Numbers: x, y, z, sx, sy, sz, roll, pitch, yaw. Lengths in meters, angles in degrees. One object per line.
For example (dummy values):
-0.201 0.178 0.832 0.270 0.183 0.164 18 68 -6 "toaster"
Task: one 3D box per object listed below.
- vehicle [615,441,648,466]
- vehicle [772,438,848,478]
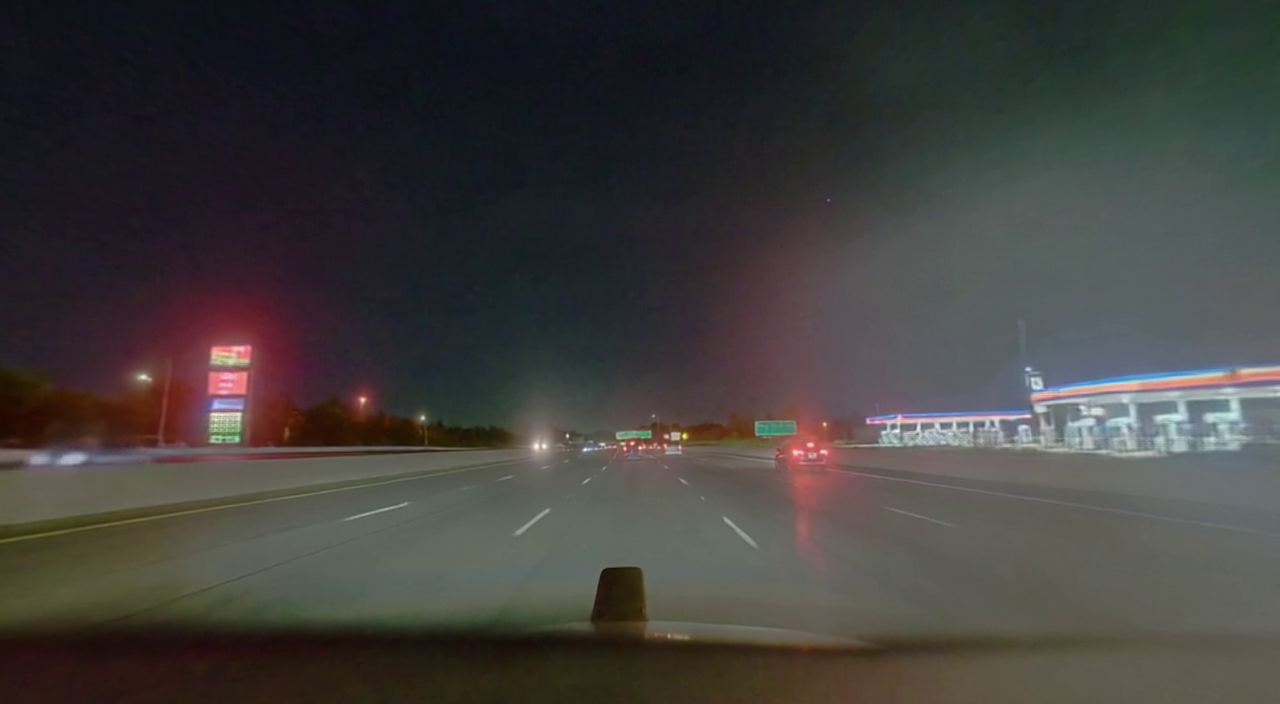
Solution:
-0.564 6.373 39.841 1.999 1.473 4.351 0 -8 -1 "vehicle"
6.692 4.218 25.336 1.867 1.463 4.295 0 -8 0 "vehicle"
